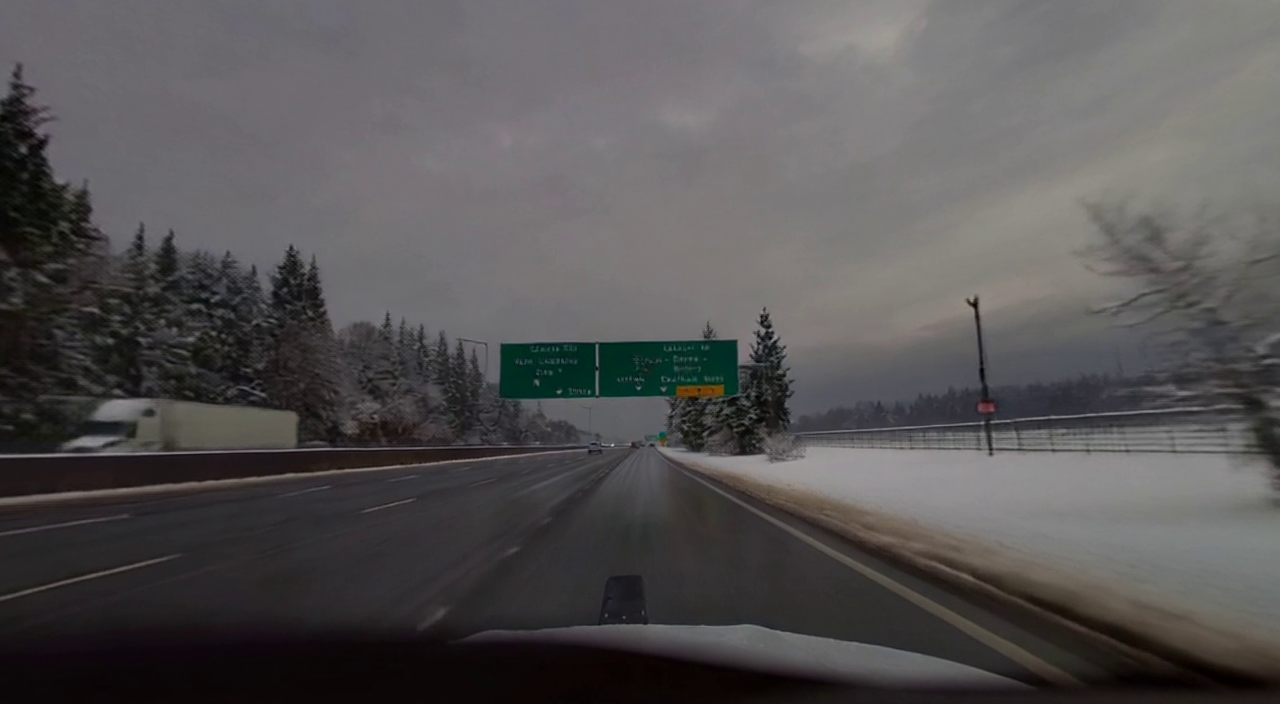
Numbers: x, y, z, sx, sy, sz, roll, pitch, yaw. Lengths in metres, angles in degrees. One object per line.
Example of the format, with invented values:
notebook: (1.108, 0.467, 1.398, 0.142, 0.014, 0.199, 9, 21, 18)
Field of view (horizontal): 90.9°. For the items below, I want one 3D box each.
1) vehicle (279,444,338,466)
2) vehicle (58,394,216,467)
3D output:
vehicle: (-23.713, 7.397, 45.264, 1.836, 1.450, 4.415, 0, -9, -1)
vehicle: (-28.262, 4.595, 35.971, 3.003, 3.733, 6.945, 0, -9, 1)
